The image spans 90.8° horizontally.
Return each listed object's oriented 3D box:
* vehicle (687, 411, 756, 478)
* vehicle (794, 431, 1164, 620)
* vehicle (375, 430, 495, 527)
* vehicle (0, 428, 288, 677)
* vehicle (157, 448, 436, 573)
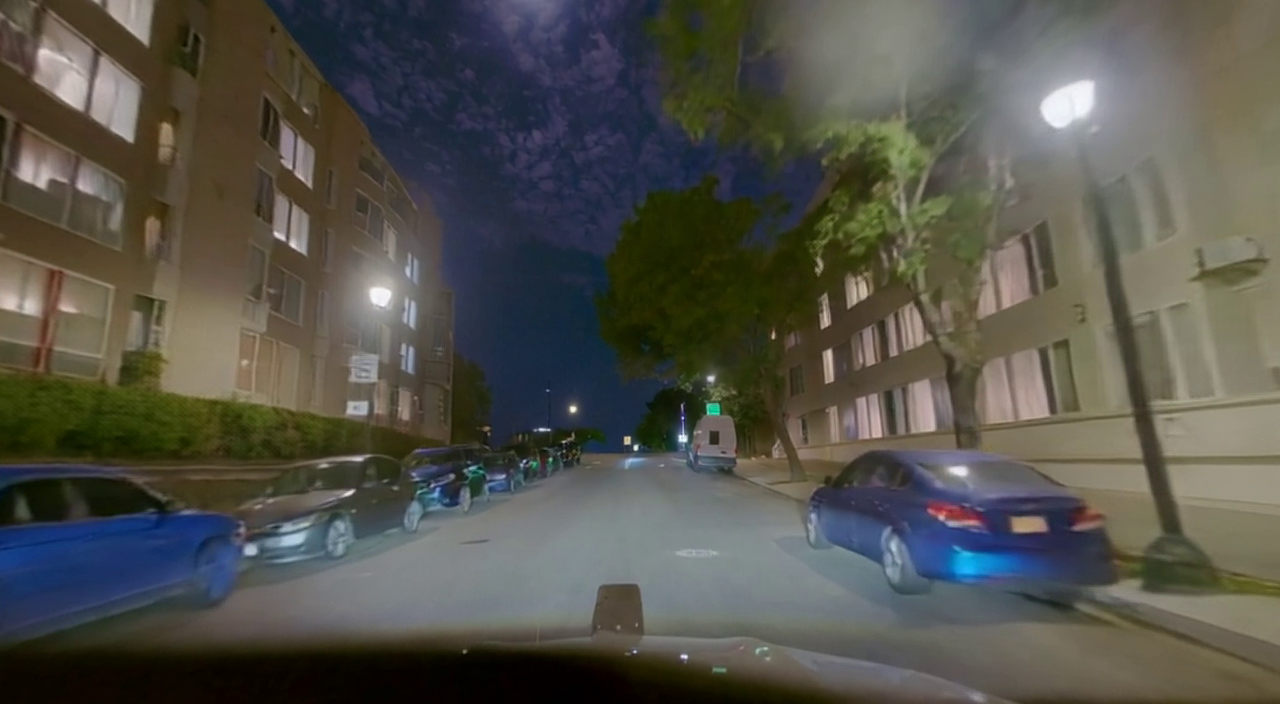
[{"bbox_3d":[3.890,4.286,29.872,1.961,2.656,3.047,-2,-1,35],"label":"vehicle"},{"bbox_3d":[3.257,1.707,7.228,1.835,1.490,4.134,0,-8,-1],"label":"vehicle"},{"bbox_3d":[-5.183,3.155,16.625,1.824,1.664,4.344,-2,0,-2],"label":"vehicle"},{"bbox_3d":[-5.033,1.493,5.405,1.782,1.585,3.962,0,-8,-1],"label":"vehicle"},{"bbox_3d":[-5.063,2.352,10.342,1.890,1.457,4.856,0,-8,-1],"label":"vehicle"}]
